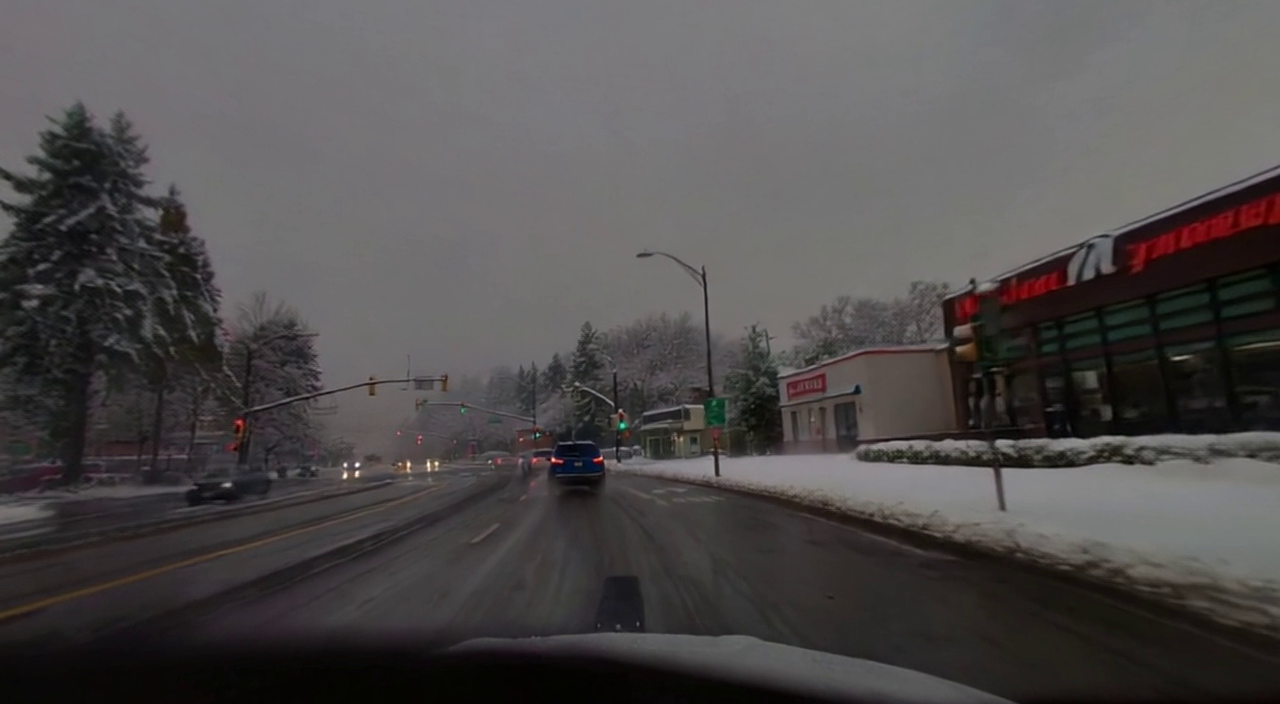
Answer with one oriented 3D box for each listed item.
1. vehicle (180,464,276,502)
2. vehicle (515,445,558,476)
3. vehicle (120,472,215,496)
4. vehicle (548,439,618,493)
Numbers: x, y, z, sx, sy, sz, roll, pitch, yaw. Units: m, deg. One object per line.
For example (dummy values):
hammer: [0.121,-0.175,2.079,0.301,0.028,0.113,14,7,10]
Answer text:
vehicle: [-18.857,6.002,29.201,2.071,1.506,4.604,2,-9,-11]
vehicle: [-7.065,7.283,42.558,2.067,1.947,4.628,3,-10,-18]
vehicle: [-33.048,9.233,44.368,4.804,1.544,2.244,4,-10,-21]
vehicle: [-2.139,4.069,22.770,2.227,1.733,3.930,2,-9,-9]
